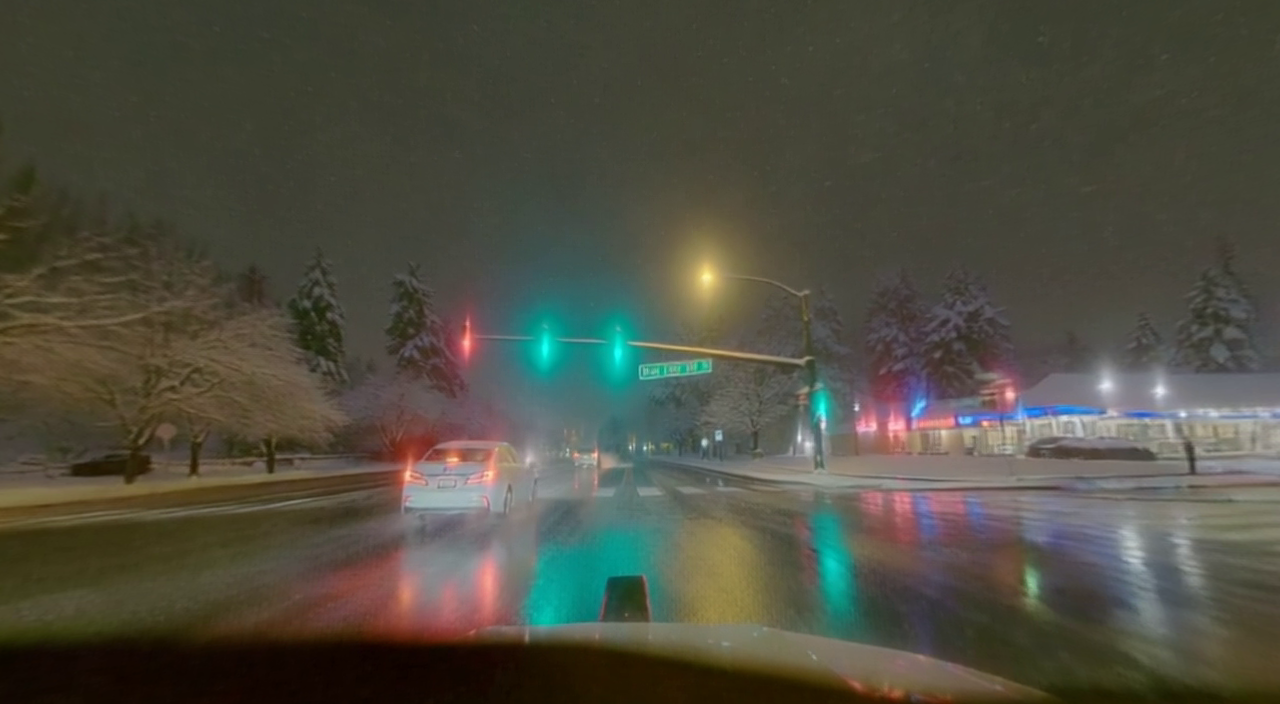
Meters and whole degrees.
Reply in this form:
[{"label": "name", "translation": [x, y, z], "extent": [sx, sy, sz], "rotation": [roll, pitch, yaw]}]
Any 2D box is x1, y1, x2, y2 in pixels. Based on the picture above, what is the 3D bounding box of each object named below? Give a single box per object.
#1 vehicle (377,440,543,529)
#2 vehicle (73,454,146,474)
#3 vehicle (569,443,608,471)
[{"label": "vehicle", "translation": [-3.368, 2.550, 12.840], "extent": [2.018, 1.477, 4.401], "rotation": [0, -8, 1]}, {"label": "vehicle", "translation": [-40.633, 8.541, 48.396], "extent": [1.716, 1.438, 4.412], "rotation": [0, -9, 0]}, {"label": "vehicle", "translation": [-3.240, 6.743, 40.704], "extent": [2.109, 1.692, 4.220], "rotation": [0, -8, 1]}]
